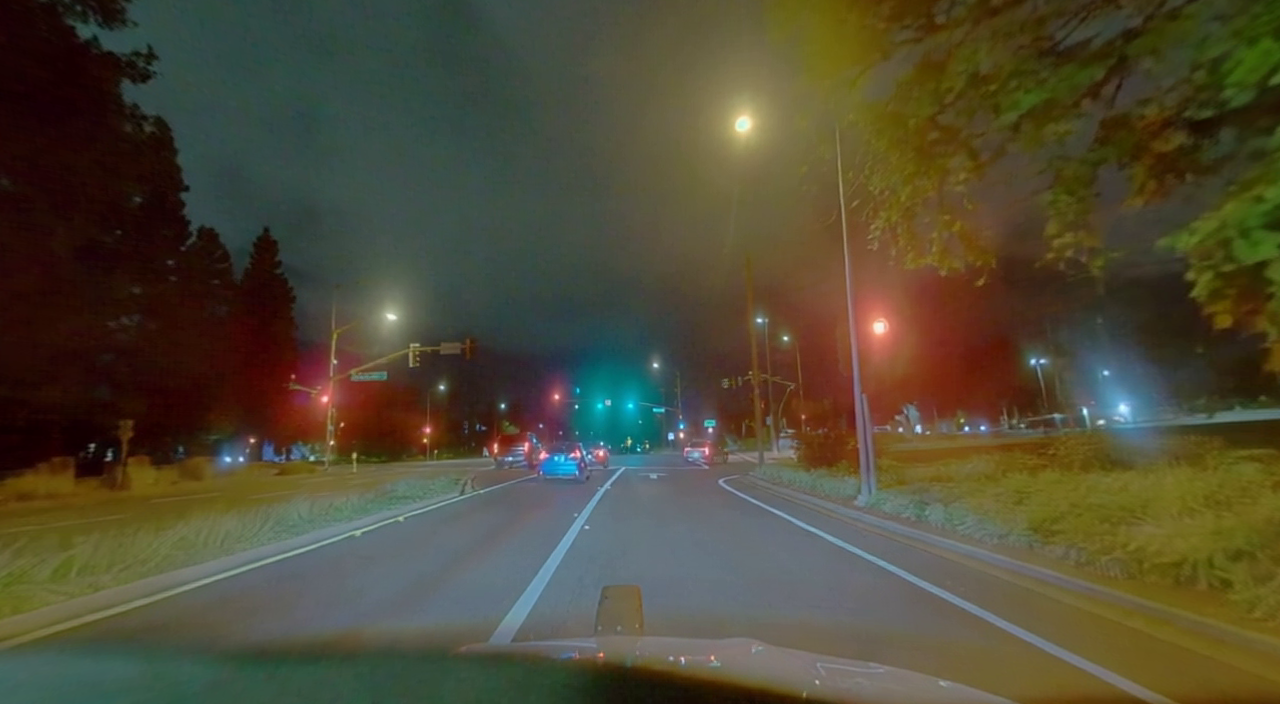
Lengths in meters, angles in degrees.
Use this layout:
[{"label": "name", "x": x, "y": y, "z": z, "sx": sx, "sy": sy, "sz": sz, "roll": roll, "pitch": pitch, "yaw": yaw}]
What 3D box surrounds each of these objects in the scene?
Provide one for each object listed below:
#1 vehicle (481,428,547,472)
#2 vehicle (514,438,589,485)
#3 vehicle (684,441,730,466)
[{"label": "vehicle", "x": -6.215, "y": 4.941, "z": 31.836, "sx": 2.390, "sy": 2.020, "sz": 5.085, "roll": 0, "pitch": -9, "yaw": -1}, {"label": "vehicle", "x": -2.966, "y": 3.786, "z": 22.079, "sx": 1.979, "sy": 1.492, "sz": 3.930, "roll": 0, "pitch": -9, "yaw": 1}, {"label": "vehicle", "x": 4.049, "y": 6.020, "z": 37.665, "sx": 1.945, "sy": 1.410, "sz": 4.284, "roll": -3, "pitch": -9, "yaw": 17}]
